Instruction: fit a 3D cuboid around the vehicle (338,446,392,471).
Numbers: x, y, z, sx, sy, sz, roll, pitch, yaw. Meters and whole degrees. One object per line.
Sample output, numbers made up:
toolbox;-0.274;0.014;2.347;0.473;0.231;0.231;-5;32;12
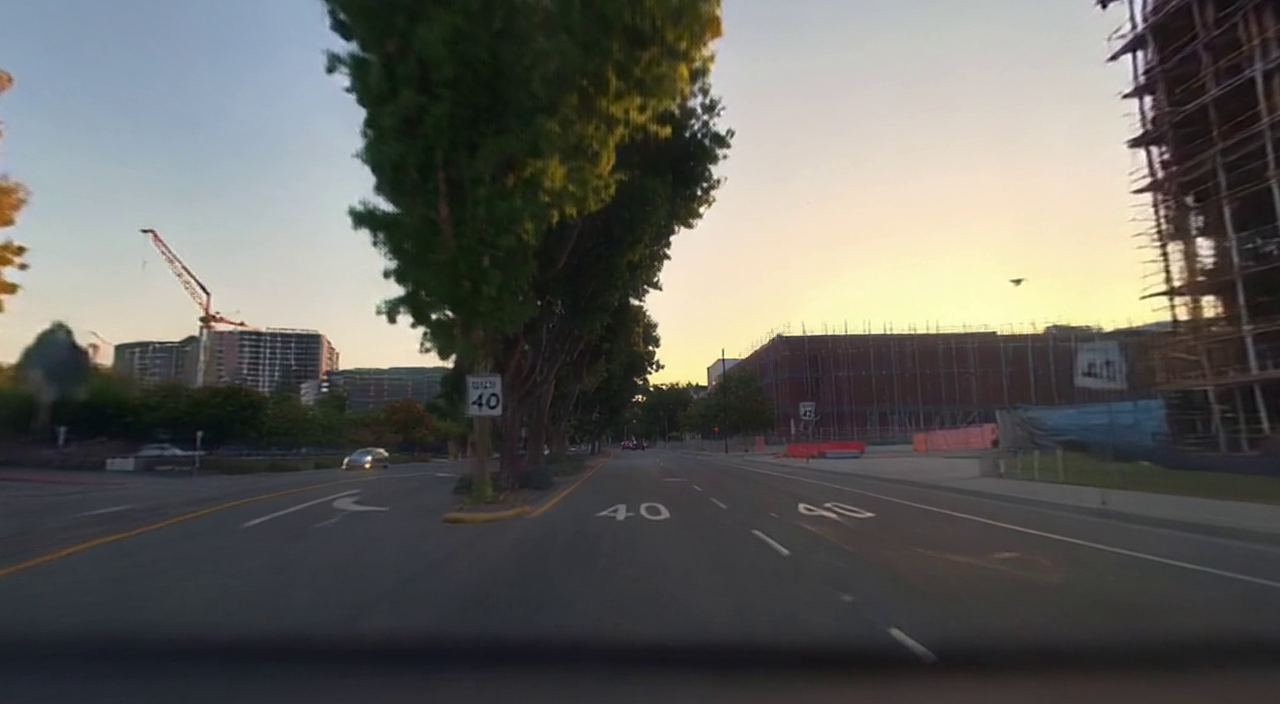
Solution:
vehicle;-18.568;7.199;42.876;1.877;1.557;4.423;0;-8;-3
